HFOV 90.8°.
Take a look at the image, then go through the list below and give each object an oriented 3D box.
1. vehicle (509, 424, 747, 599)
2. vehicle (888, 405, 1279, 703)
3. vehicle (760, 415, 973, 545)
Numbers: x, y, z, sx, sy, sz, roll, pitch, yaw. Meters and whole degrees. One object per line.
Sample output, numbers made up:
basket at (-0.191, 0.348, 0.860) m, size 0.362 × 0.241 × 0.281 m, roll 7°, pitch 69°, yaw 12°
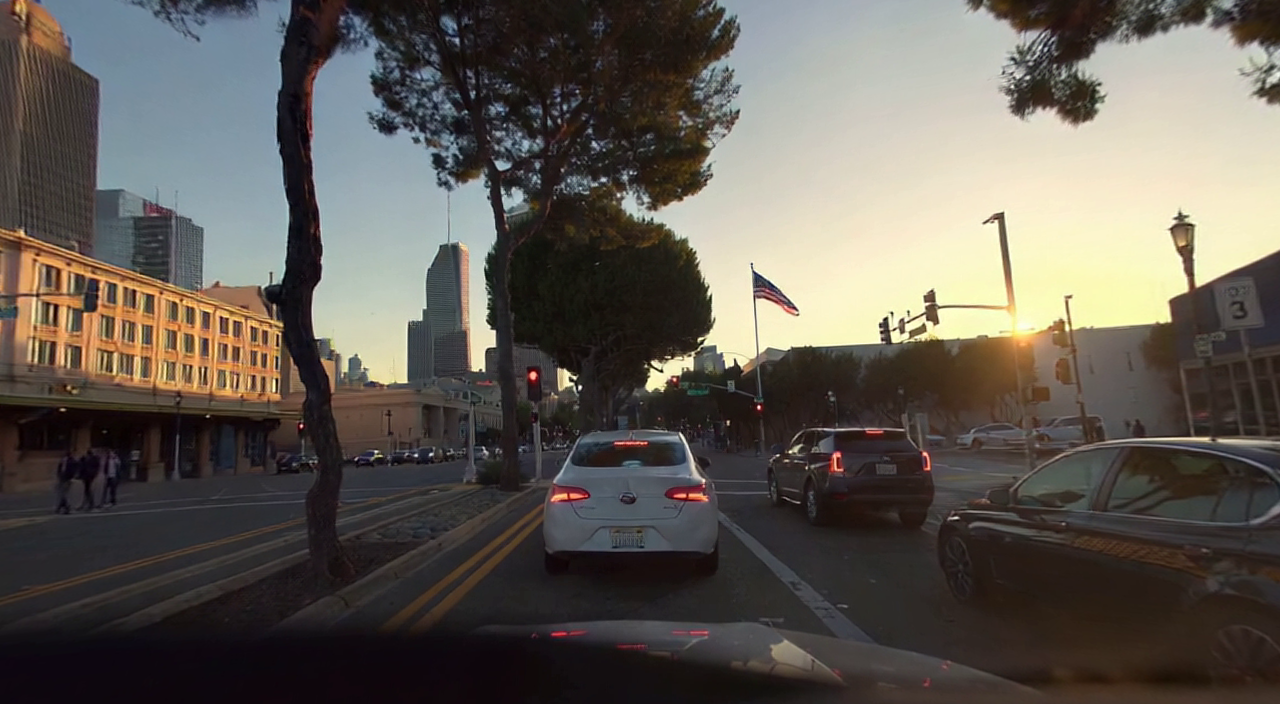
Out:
vehicle at (-0.109, 1.693, 7.529) m, size 2.096 × 1.521 × 3.747 m, roll 0°, pitch -8°, yaw 0°
vehicle at (3.376, 1.173, 3.996) m, size 1.833 × 1.465 × 4.258 m, roll 0°, pitch -8°, yaw -1°
vehicle at (3.514, 2.081, 10.949) m, size 1.978 × 1.738 × 4.599 m, roll 0°, pitch -8°, yaw 0°
